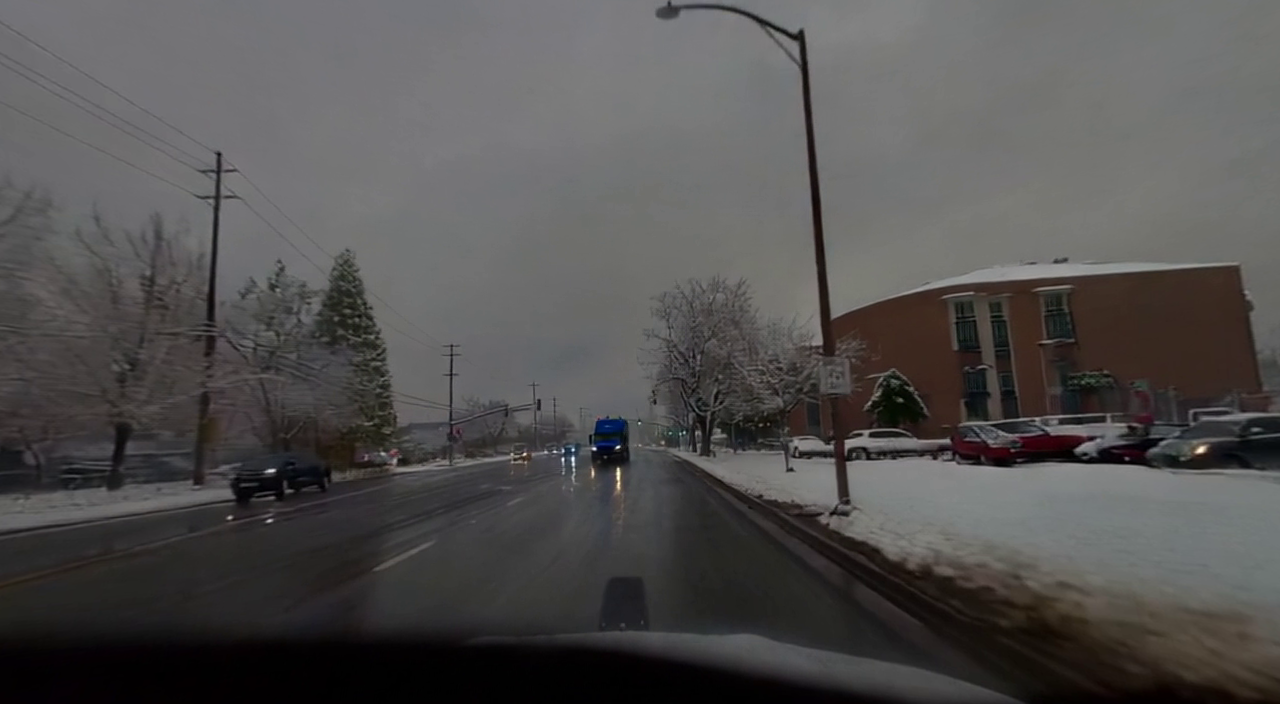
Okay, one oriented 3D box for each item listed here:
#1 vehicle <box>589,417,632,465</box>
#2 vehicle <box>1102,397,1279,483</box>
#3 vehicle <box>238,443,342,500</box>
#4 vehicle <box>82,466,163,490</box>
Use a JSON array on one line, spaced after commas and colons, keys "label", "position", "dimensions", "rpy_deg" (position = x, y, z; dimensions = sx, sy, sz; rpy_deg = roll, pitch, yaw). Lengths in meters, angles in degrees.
[{"label": "vehicle", "position": [-2.332, 6.885, 48.444], "dimensions": [2.904, 3.201, 11.269], "rpy_deg": [0, -9, -3]}, {"label": "vehicle", "position": [13.680, 2.056, 14.833], "dimensions": [4.244, 1.848, 1.890], "rpy_deg": [1, -7, -7]}, {"label": "vehicle", "position": [-16.406, 5.555, 29.885], "dimensions": [2.380, 2.179, 5.187], "rpy_deg": [-5, -8, -5]}, {"label": "vehicle", "position": [-39.379, 9.603, 48.030], "dimensions": [4.477, 1.658, 1.861], "rpy_deg": [0, -9, -1]}]
